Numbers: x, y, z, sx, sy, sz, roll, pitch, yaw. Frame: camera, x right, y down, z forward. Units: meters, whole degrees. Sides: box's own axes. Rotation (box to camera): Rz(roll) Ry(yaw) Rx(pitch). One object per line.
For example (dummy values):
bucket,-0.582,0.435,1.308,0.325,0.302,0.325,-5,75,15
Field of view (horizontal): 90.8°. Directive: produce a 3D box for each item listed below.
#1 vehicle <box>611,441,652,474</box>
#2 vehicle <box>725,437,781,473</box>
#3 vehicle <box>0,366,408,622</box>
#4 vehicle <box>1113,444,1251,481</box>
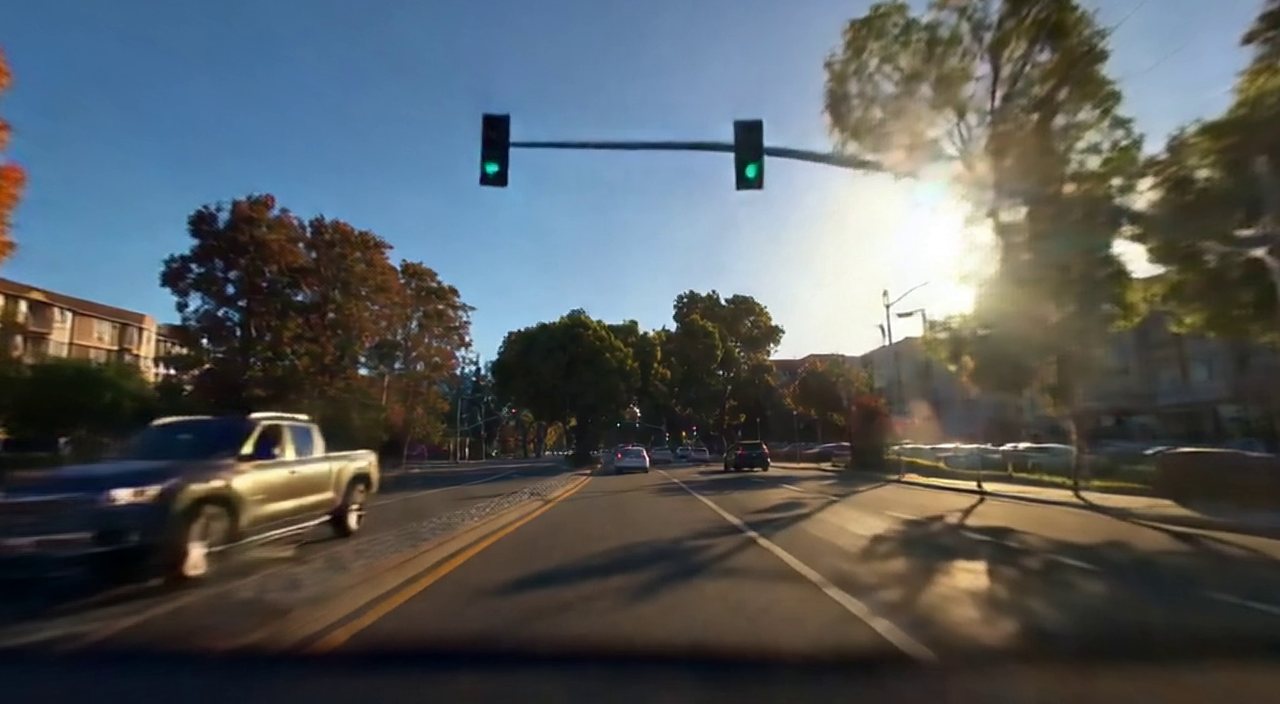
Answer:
vehicle,-0.509,5.711,34.415,2.101,1.641,4.341,0,-8,-2
vehicle,6.453,5.982,36.857,2.052,1.886,5.297,0,-8,-3
vehicle,-5.189,1.657,8.261,2.145,2.041,6.064,-2,-9,-1
vehicle,26.245,5.349,30.713,4.843,1.628,2.063,0,-8,-3
